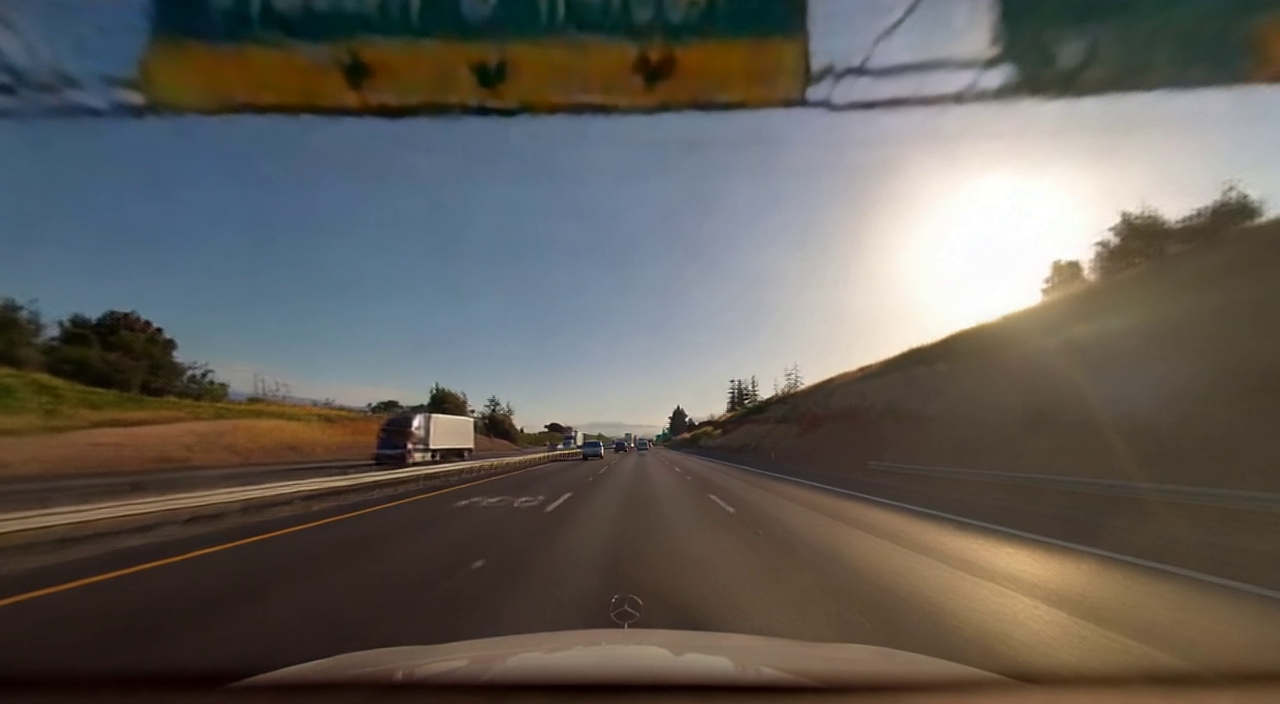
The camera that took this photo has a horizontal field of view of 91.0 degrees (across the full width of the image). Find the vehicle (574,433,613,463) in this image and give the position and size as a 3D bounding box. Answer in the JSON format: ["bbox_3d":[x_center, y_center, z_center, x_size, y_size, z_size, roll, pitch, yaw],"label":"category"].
[{"bbox_3d":[-3.207,6.788,44.500,2.286,2.011,4.452,0,-8,1],"label":"vehicle"}]
